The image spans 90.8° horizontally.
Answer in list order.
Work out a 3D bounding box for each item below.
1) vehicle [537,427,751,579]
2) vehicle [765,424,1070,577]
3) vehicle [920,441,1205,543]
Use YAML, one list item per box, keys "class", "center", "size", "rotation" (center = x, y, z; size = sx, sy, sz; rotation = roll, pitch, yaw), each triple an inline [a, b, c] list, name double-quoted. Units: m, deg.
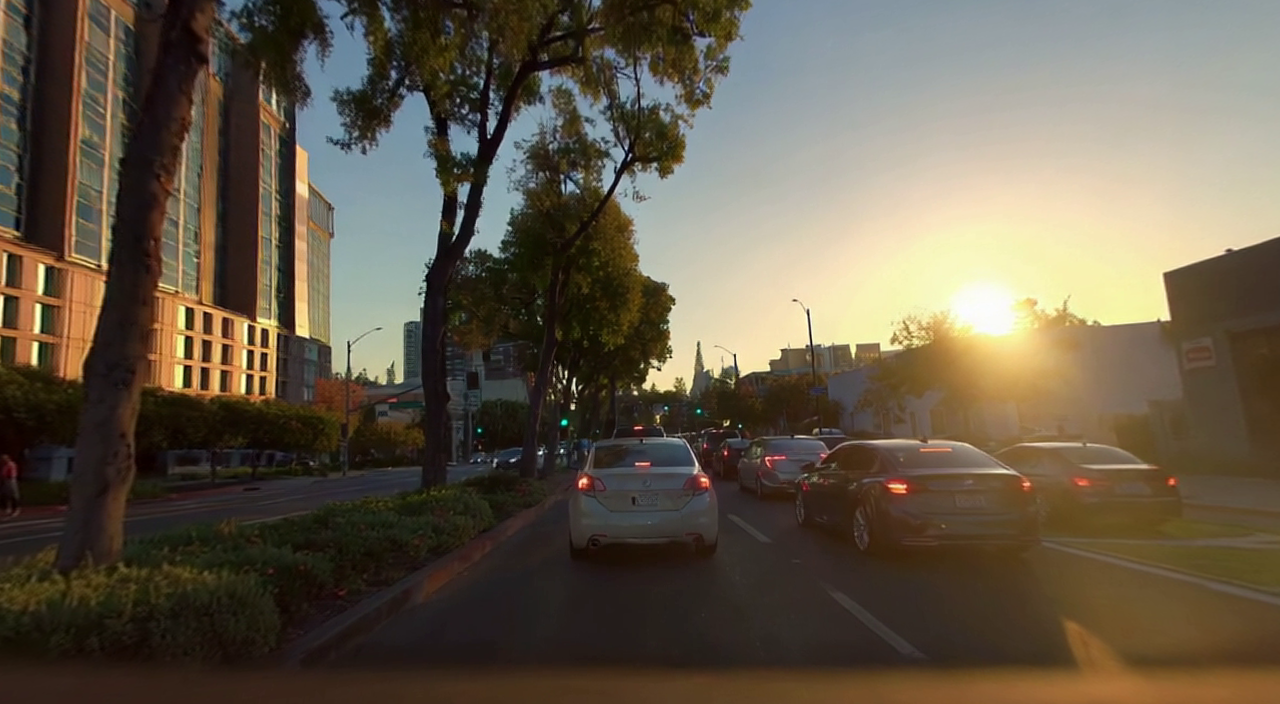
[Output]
- class: "vehicle"
  center: [-0.002, 1.793, 8.355]
  size: [2.105, 1.474, 4.127]
  rotation: [0, -8, -1]
- class: "vehicle"
  center: [3.189, 1.797, 8.545]
  size: [1.995, 1.483, 4.533]
  rotation: [0, -8, -1]
- class: "vehicle"
  center: [6.534, 2.161, 10.439]
  size: [1.915, 1.338, 3.874]
  rotation: [0, -8, -2]
